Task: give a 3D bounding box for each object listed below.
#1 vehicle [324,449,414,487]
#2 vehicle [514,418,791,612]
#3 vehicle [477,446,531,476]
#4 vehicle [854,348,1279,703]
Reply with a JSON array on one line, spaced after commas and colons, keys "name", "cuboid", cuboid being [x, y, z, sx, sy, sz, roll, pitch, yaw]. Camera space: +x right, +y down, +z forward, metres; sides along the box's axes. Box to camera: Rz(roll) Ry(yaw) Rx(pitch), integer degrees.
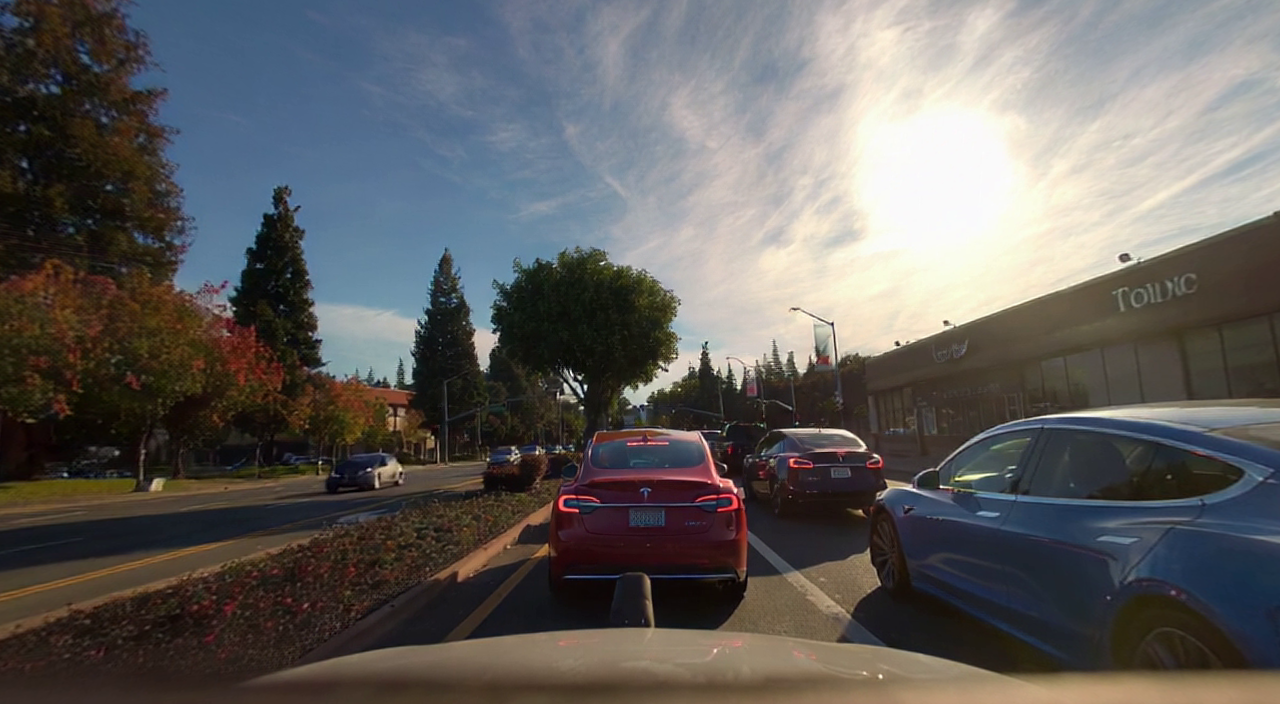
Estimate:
[{"name": "vehicle", "cuboid": [-11.745, 5.010, 27.658, 1.892, 1.479, 4.355, 0, -8, 2]}, {"name": "vehicle", "cuboid": [0.105, 1.560, 6.926, 2.137, 1.488, 3.938, 0, -8, 0]}, {"name": "vehicle", "cuboid": [-7.510, 6.040, 35.184, 1.979, 1.490, 4.225, 0, -8, 1]}, {"name": "vehicle", "cuboid": [3.188, 1.101, 4.061, 2.038, 1.651, 4.455, 0, -8, 0]}]
